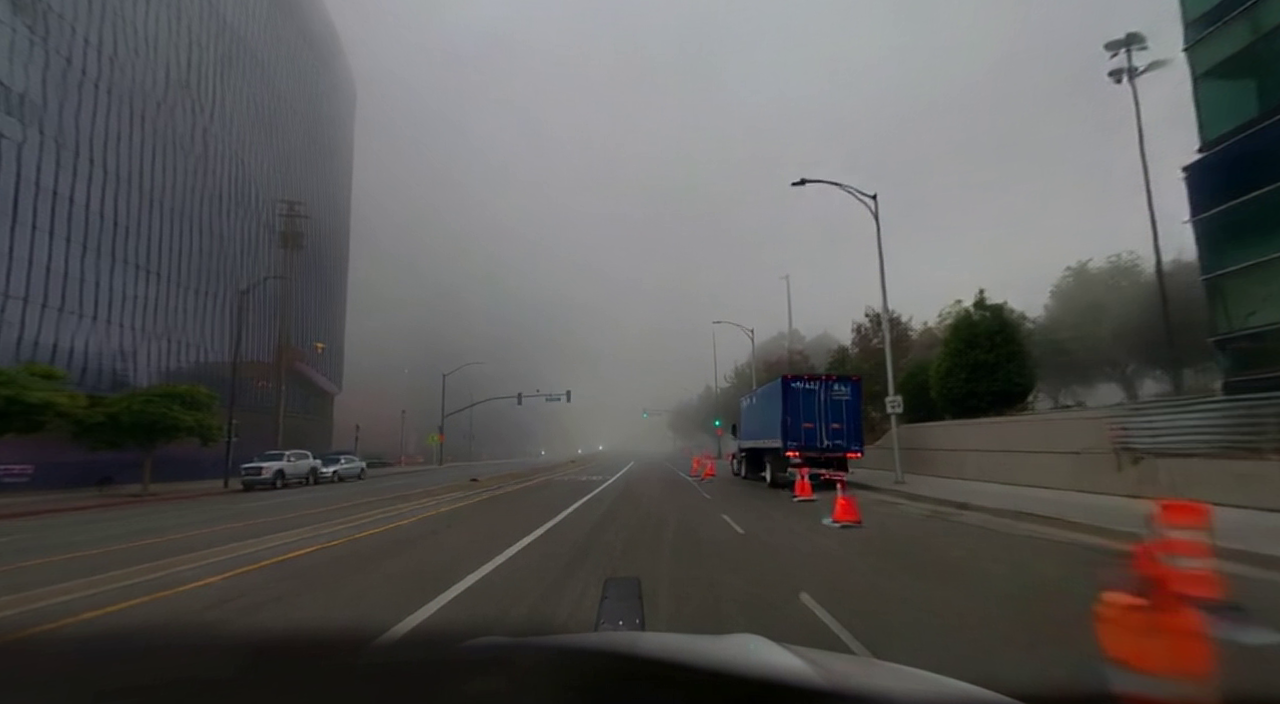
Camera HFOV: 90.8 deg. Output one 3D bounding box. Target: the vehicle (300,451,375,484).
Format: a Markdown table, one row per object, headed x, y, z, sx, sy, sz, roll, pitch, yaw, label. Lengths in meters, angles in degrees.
| x | y | z | sx | sy | sz | roll | pitch | yaw | label |
| --- | --- | --- | --- | --- | --- | --- | --- | --- | --- |
| -16.838 | 6.400 | 35.472 | 1.925 | 1.665 | 4.893 | 0 | -9 | -1 | vehicle |

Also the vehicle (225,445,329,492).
| x | y | z | sx | sy | sz | roll | pitch | yaw | label |
| --- | --- | --- | --- | --- | --- | --- | --- | --- | --- |
| -16.807 | 5.363 | 29.624 | 1.937 | 1.984 | 4.928 | 0 | -9 | 0 | vehicle |

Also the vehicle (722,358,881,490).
| x | y | z | sx | sy | sz | roll | pitch | yaw | label |
| --- | --- | --- | --- | --- | --- | --- | --- | --- | --- |
| 5.437 | 2.876 | 23.735 | 3.176 | 3.913 | 9.805 | 0 | -9 | -1 | vehicle |
